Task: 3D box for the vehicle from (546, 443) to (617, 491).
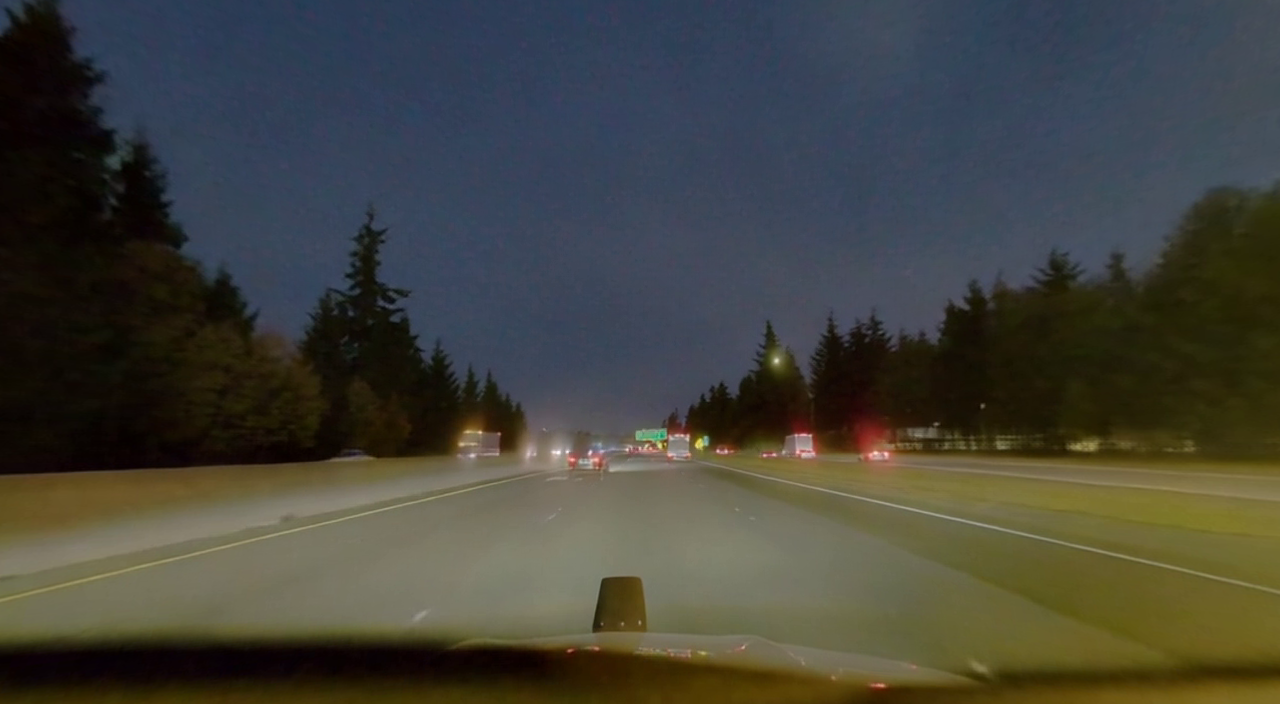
[{"bbox_3d":[-1.985,4.085,22.623,1.936,1.545,4.116,-1,-9,3],"label":"vehicle"}]
